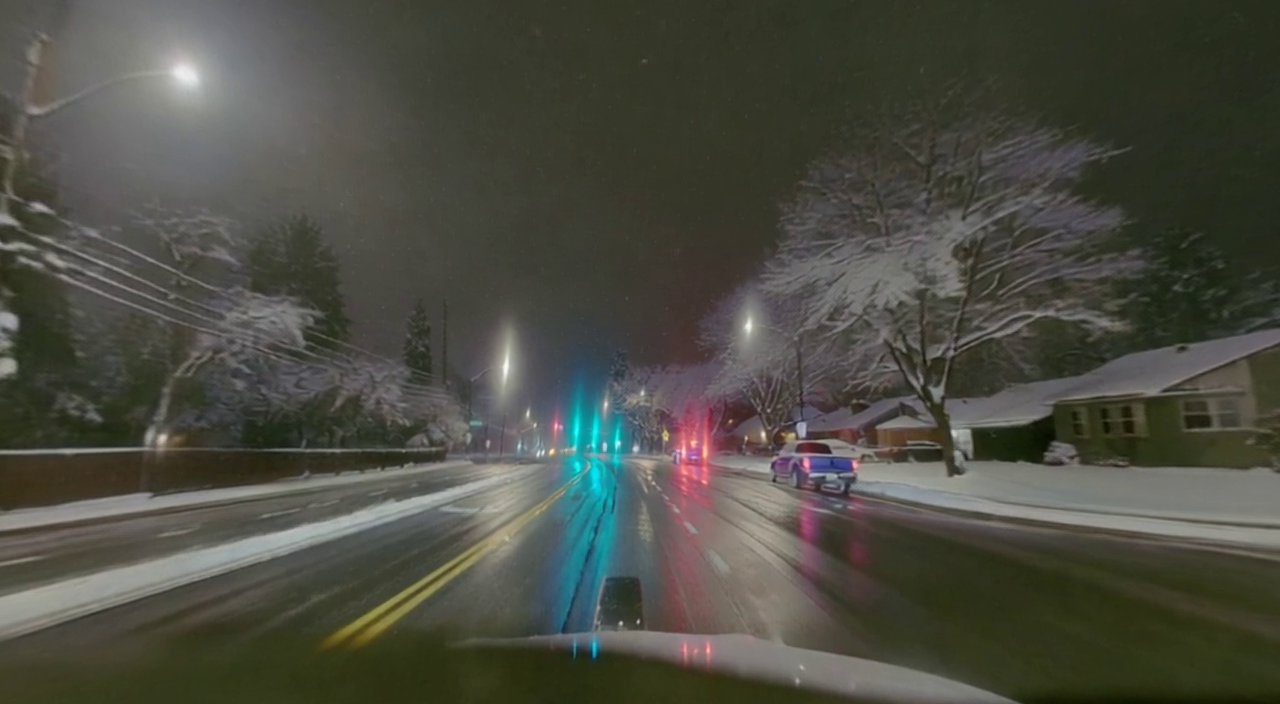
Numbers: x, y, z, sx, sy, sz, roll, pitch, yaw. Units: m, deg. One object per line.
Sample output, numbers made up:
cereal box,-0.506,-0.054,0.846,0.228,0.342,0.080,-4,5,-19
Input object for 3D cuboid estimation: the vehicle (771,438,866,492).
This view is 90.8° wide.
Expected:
vehicle,6.261,3.992,22.727,2.024,1.710,4.525,0,-9,-1

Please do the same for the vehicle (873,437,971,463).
vehicle,16.128,5.632,36.281,4.656,1.466,1.924,0,-8,-1
